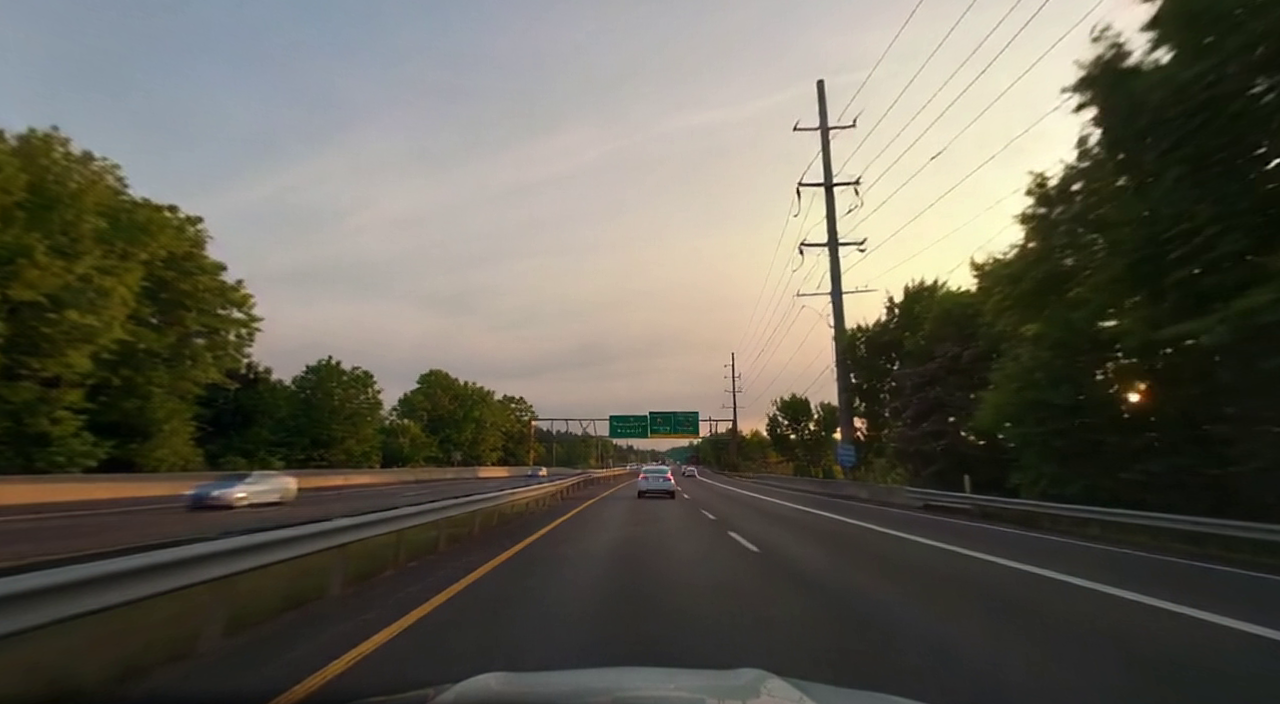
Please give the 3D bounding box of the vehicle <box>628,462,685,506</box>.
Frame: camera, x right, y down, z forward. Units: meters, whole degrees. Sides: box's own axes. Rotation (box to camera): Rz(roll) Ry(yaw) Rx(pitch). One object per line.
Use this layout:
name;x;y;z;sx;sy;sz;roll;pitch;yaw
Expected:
vehicle;0.592;4.973;24.017;1.987;1.480;3.786;1;-10;1

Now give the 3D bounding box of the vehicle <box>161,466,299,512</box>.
vehicle;-14.567;4.879;22.745;1.895;1.425;4.524;1;-10;0
